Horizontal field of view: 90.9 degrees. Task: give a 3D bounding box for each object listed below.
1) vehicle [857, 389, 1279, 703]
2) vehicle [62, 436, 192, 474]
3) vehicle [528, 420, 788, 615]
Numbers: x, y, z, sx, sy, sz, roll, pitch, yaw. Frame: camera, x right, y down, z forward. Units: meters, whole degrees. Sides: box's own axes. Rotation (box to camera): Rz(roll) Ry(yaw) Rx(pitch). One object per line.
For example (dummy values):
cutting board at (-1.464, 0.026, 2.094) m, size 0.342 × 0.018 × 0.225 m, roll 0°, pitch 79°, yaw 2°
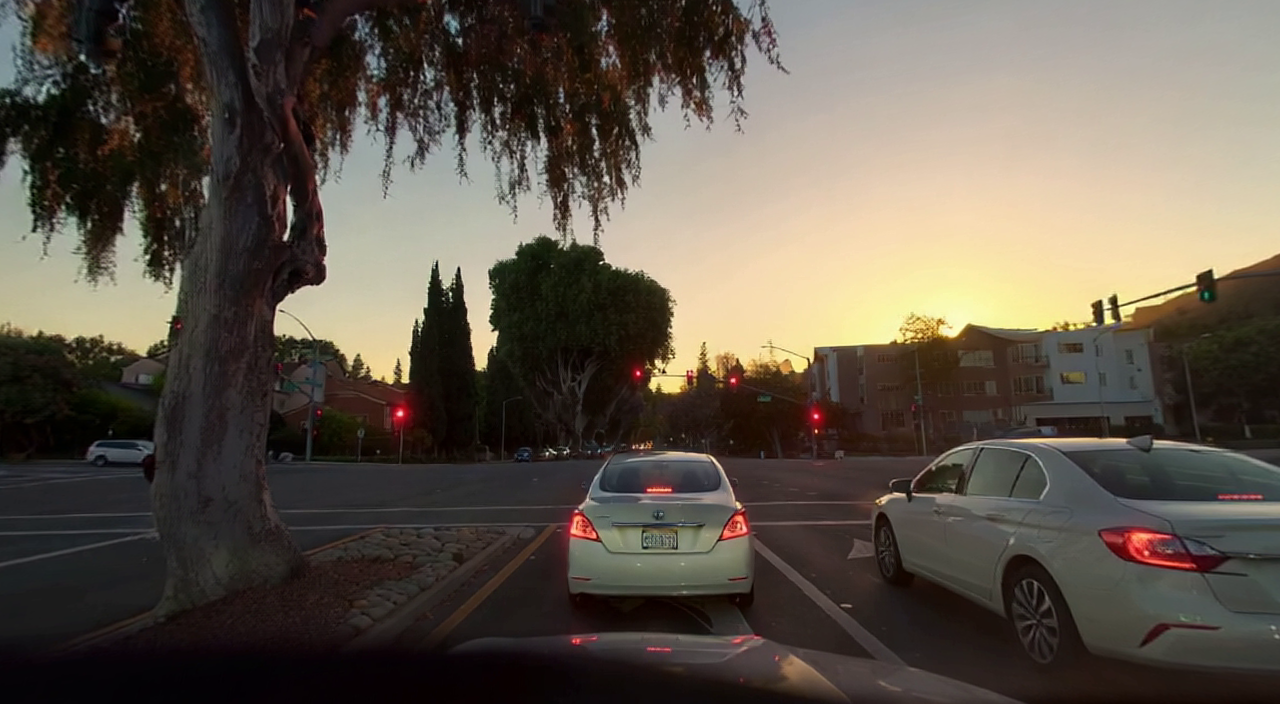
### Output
vehicle at (3.169, 1.124, 3.894) m, size 1.931 × 1.493 × 4.555 m, roll 0°, pitch -8°, yaw -1°
vehicle at (-24.278, 4.869, 29.983) m, size 4.450 × 1.684 × 1.894 m, roll 0°, pitch -8°, yaw 0°
vehicle at (0.099, 1.566, 6.879) m, size 2.017 × 1.485 × 3.813 m, roll 0°, pitch -8°, yaw -1°
